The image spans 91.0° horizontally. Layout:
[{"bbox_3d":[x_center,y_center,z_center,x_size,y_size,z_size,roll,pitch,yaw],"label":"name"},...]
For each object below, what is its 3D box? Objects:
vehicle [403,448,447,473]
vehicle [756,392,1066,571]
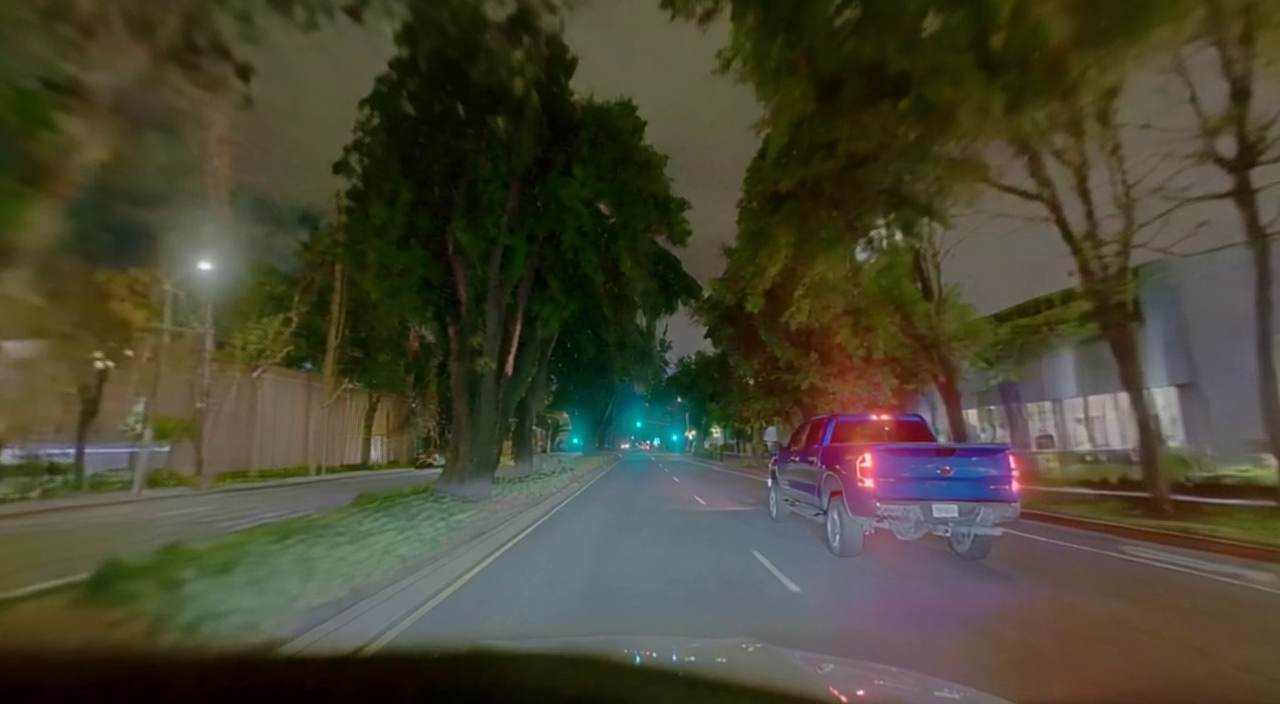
[{"bbox_3d":[-16.115,8.110,47.385,1.913,1.734,4.357,0,-8,-2],"label":"vehicle"},{"bbox_3d":[3.300,1.732,9.239,2.085,1.828,5.383,0,-8,-1],"label":"vehicle"}]
